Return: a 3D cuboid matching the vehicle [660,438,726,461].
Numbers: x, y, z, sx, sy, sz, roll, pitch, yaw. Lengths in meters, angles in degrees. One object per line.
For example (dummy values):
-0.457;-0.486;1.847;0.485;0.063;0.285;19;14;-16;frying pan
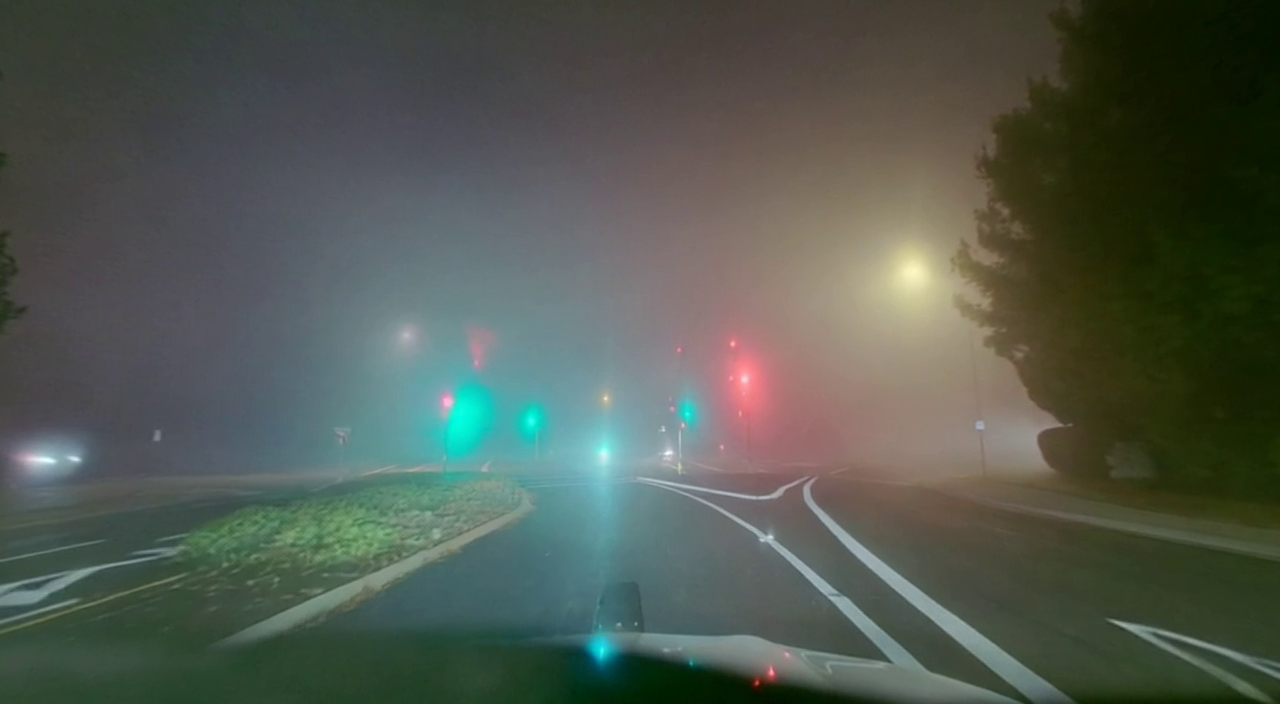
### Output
4.022;7.370;47.758;4.602;1.667;1.933;5;-10;-29;vehicle
